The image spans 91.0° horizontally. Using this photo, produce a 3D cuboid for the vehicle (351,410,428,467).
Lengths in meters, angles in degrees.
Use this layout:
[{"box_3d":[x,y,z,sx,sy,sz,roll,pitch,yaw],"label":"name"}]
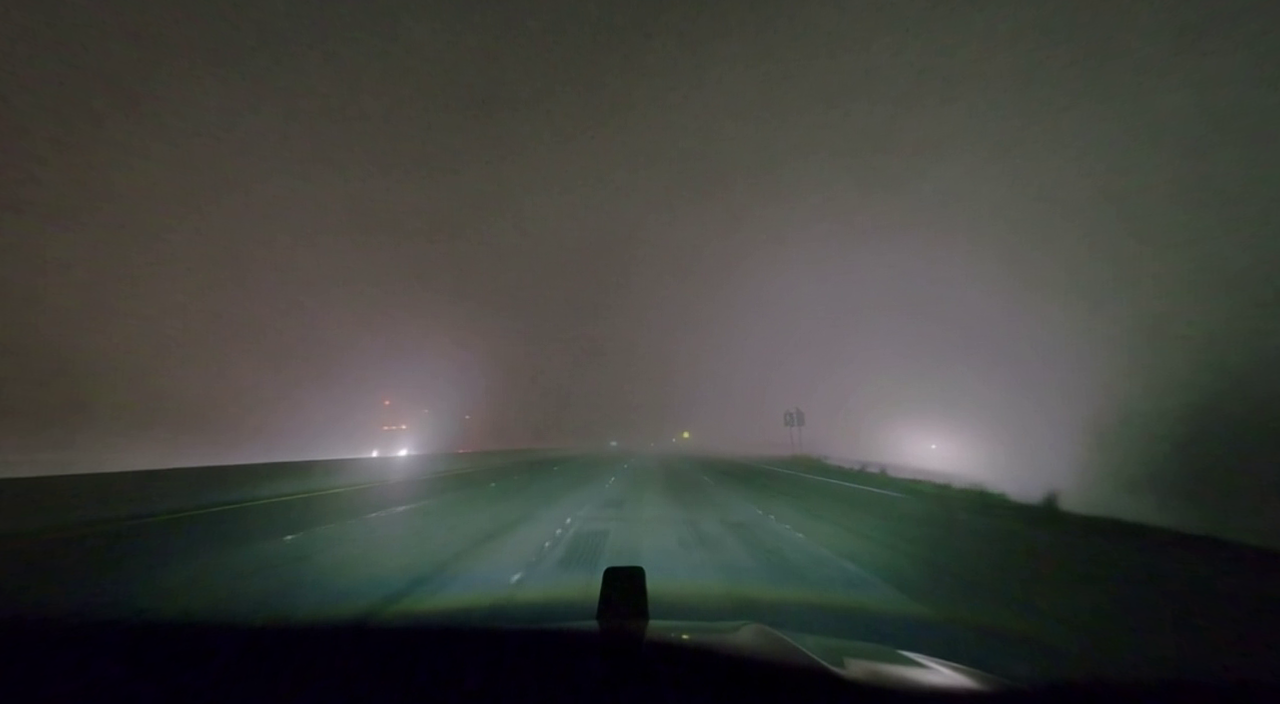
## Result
[{"box_3d":[-18.837,6.580,47.806,3.006,3.996,6.212,0,-8,2],"label":"vehicle"}]
